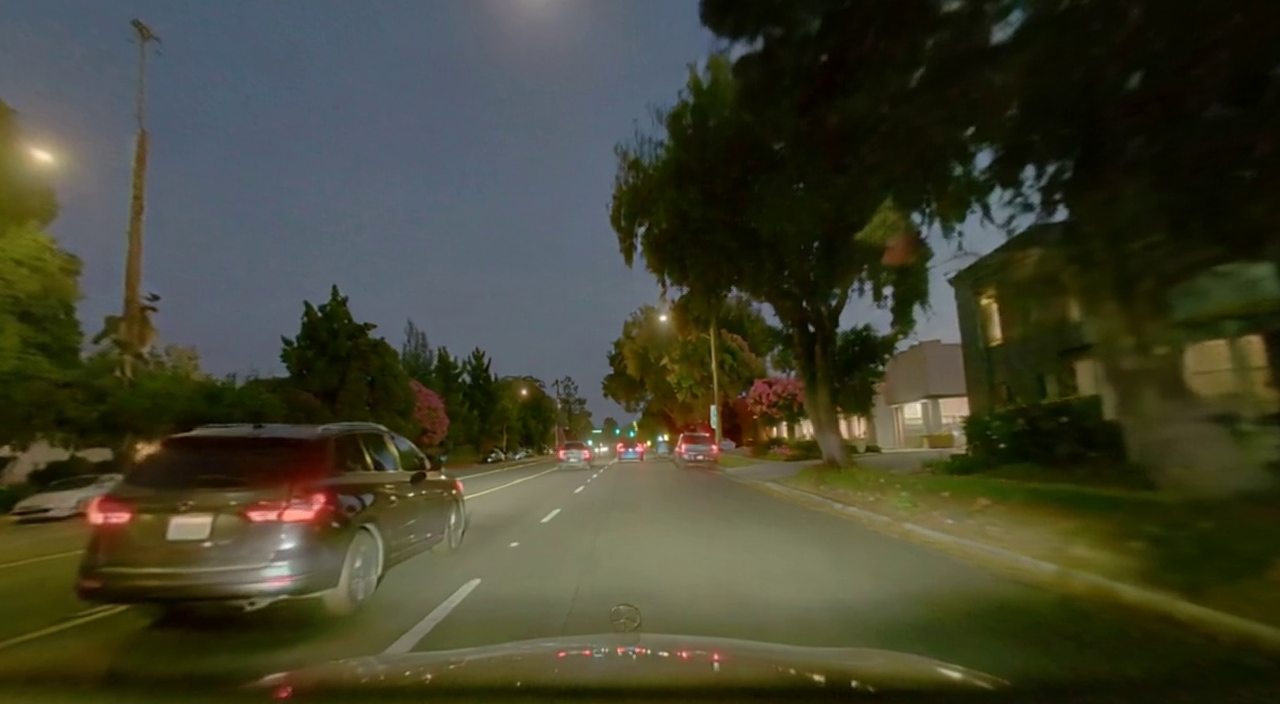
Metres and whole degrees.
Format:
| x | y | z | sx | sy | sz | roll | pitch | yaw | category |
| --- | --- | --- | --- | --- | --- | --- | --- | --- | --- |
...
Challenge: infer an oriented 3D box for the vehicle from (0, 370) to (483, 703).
| x | y | z | sx | sy | sz | roll | pitch | yaw | category |
| --- | --- | --- | --- | --- | --- | --- | --- | --- | --- |
| -3.245 | 1.347 | 5.916 | 2.257 | 1.751 | 5.028 | 0 | -9 | 0 | vehicle |

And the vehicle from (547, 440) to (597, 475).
| x | y | z | sx | sy | sz | roll | pitch | yaw | category |
| --- | --- | --- | --- | --- | --- | --- | --- | --- | --- |
| -3.398 | 5.411 | 32.523 | 2.167 | 1.634 | 4.220 | 0 | -9 | -1 | vehicle |

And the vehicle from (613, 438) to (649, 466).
| x | y | z | sx | sy | sz | roll | pitch | yaw | category |
| --- | --- | --- | --- | --- | --- | --- | --- | --- | --- |
| -0.615 | 6.913 | 43.680 | 2.376 | 1.801 | 4.317 | 0 | -9 | -1 | vehicle |

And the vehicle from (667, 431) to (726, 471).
| x | y | z | sx | sy | sz | roll | pitch | yaw | category |
| --- | --- | --- | --- | --- | --- | --- | --- | --- | --- |
| 3.013 | 5.478 | 35.039 | 2.653 | 2.058 | 5.096 | 0 | -9 | -1 | vehicle |
